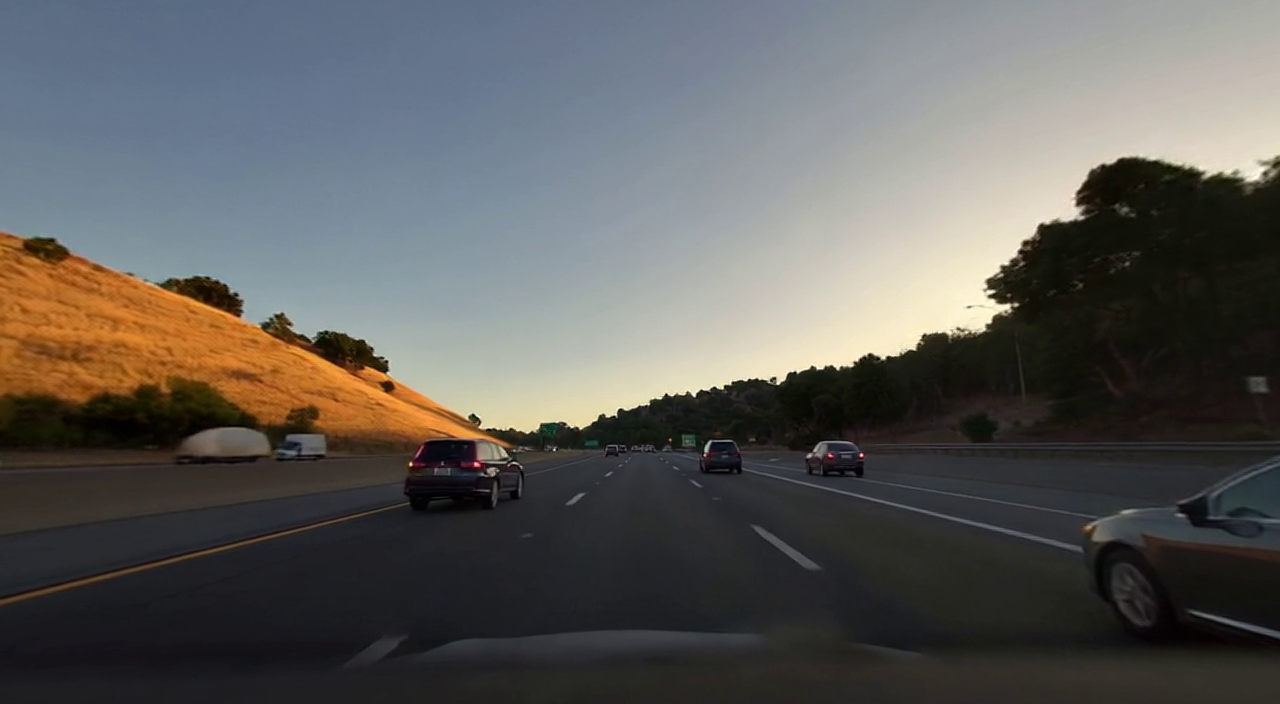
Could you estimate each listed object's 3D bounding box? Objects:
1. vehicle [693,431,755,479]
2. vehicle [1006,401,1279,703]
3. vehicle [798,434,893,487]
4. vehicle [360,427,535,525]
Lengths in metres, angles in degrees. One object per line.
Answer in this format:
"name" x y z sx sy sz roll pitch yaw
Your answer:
"vehicle" 3.643 4.583 28.352 2.121 1.925 5.056 0 -8 0
"vehicle" 3.456 0.877 2.079 1.941 1.481 4.300 0 -9 1
"vehicle" 7.353 3.903 23.056 1.998 1.717 4.338 0 -8 0
"vehicle" -3.704 2.482 13.169 2.166 1.672 4.388 0 -8 1
